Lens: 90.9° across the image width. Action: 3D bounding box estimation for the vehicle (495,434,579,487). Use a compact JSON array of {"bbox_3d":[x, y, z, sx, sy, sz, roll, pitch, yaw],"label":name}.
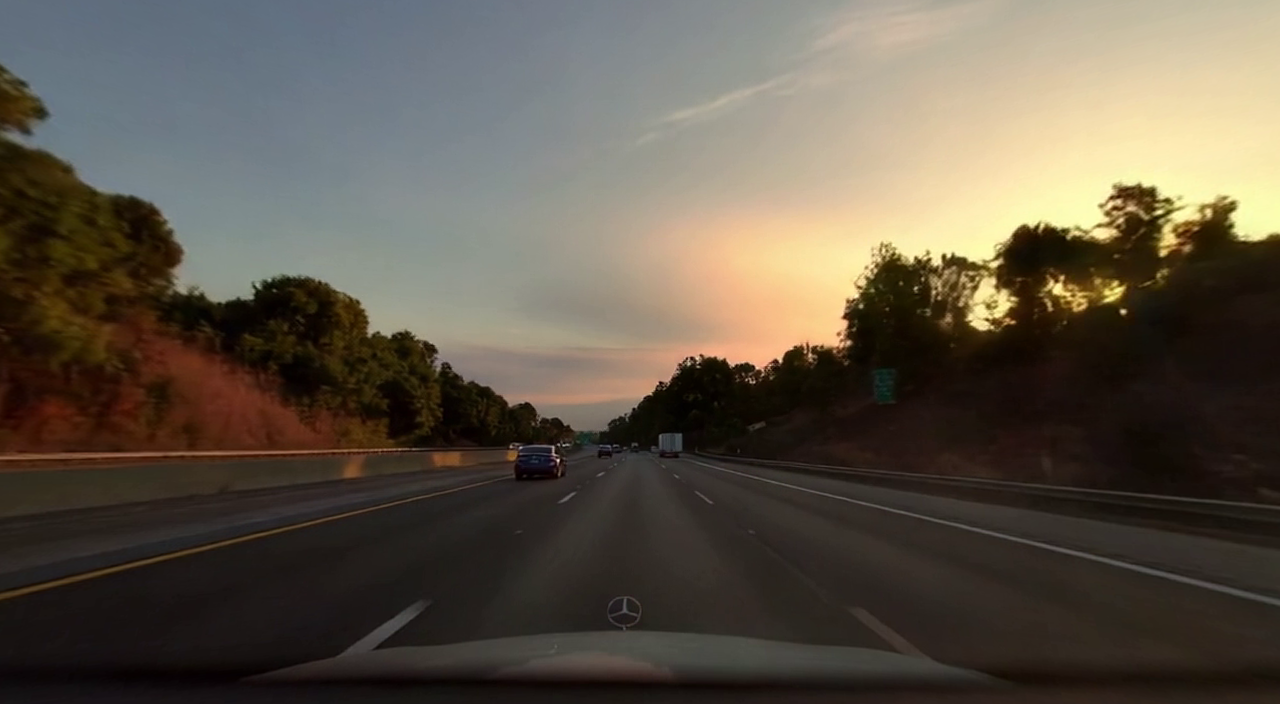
[{"bbox_3d":[-3.508,3.799,22.332,2.108,1.666,4.558,0,-9,1],"label":"vehicle"}]
